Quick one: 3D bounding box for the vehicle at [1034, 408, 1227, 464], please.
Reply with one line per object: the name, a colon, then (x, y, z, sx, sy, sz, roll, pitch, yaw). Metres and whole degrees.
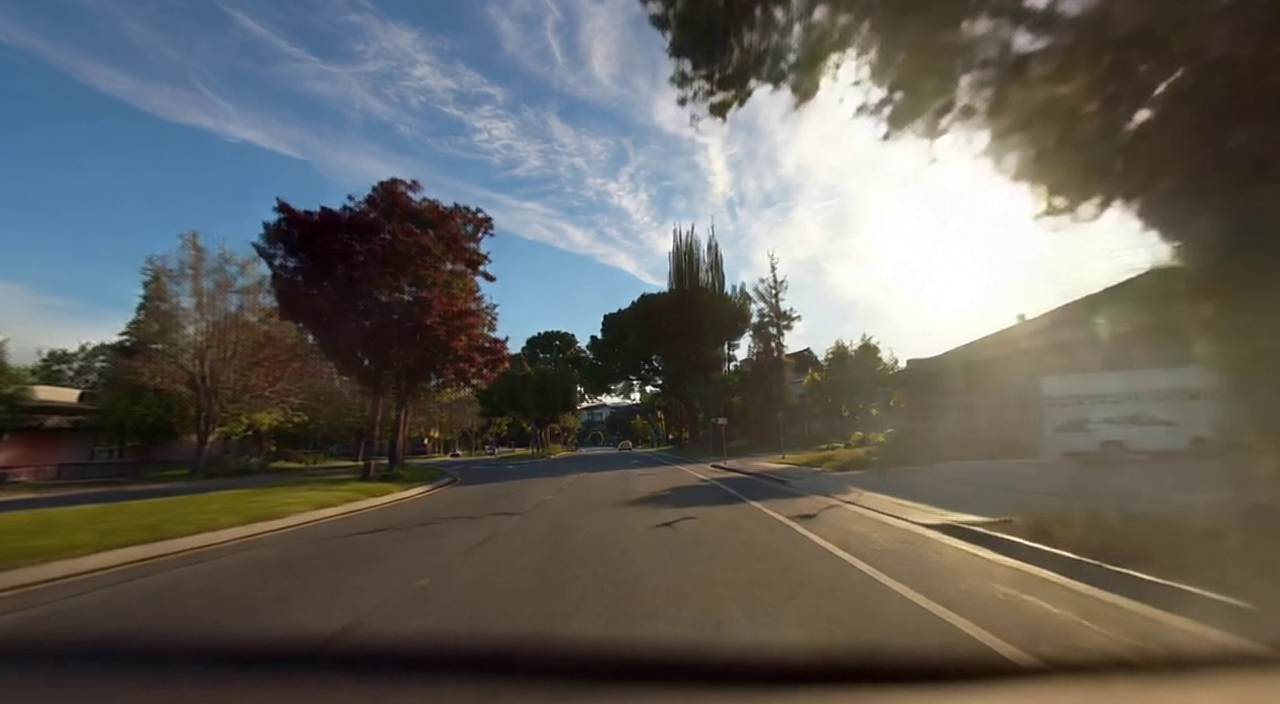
vehicle: (14.856, 2.600, 19.334, 4.198, 1.561, 1.937, -1, -10, 1)
